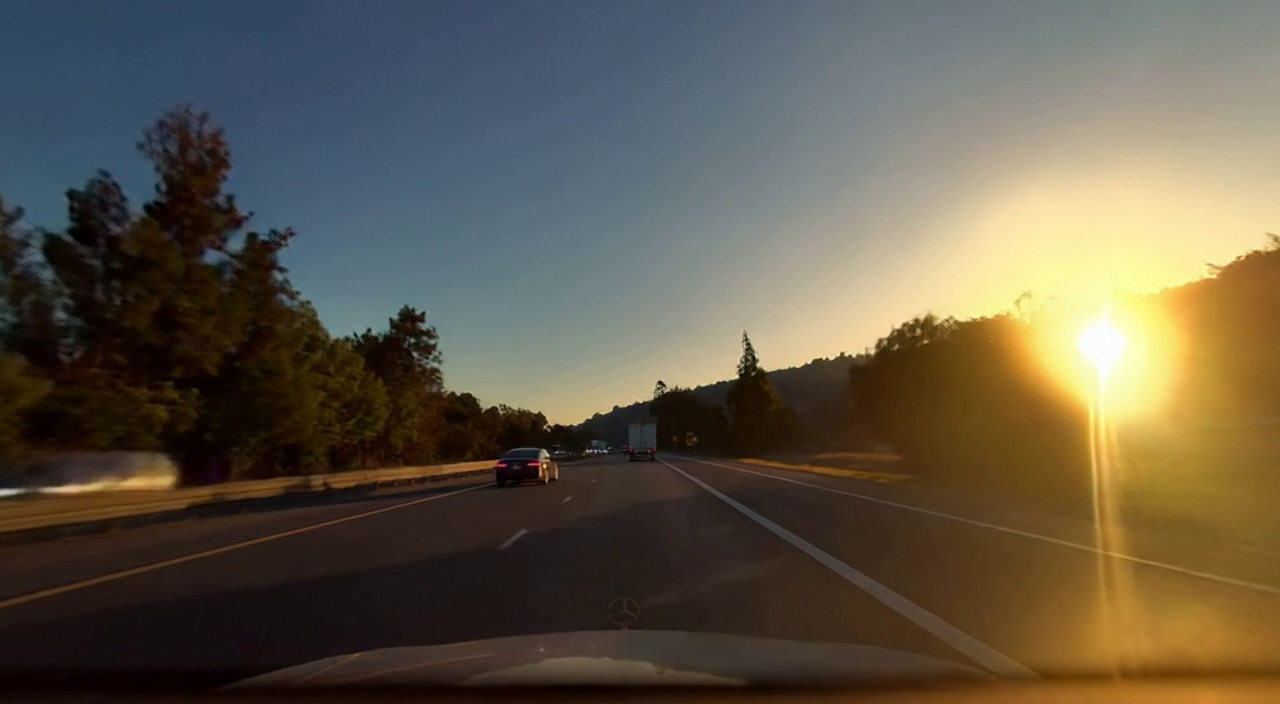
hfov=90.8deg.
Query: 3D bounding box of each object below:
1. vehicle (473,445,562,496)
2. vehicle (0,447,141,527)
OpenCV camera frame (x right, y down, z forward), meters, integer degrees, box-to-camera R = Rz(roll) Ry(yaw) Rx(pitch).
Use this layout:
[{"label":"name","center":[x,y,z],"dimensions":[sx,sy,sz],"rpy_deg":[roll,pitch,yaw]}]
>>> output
[{"label":"vehicle","center":[-3.793,3.747,20.253],"dimensions":[1.955,1.438,4.100],"rpy_deg":[-1,-9,1]},{"label":"vehicle","center":[-13.299,2.755,13.136],"dimensions":[2.005,1.521,4.592],"rpy_deg":[-1,-9,1]}]
